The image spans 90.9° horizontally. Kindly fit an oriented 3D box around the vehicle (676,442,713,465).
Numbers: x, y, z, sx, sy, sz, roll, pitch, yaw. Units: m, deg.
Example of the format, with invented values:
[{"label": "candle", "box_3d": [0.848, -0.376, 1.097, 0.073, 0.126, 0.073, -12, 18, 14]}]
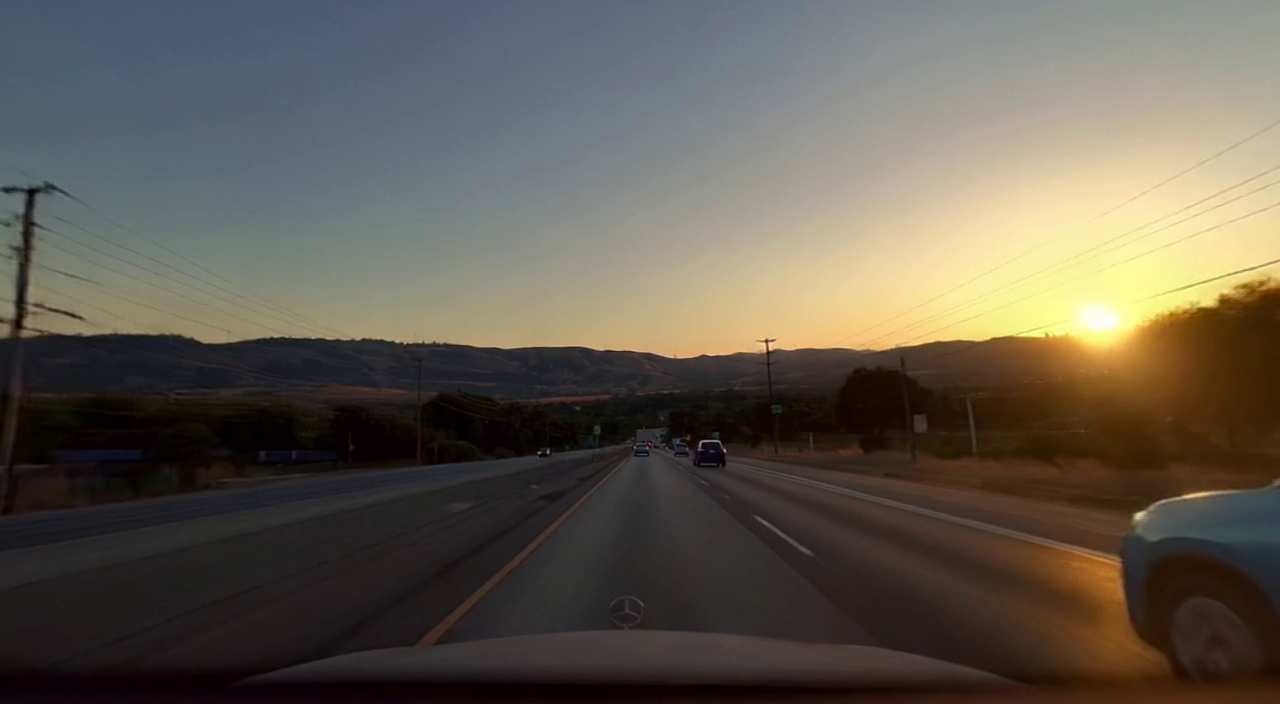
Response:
[{"label": "vehicle", "box_3d": [3.682, 7.003, 43.703, 2.148, 1.538, 4.430, 0, -8, 0]}]
